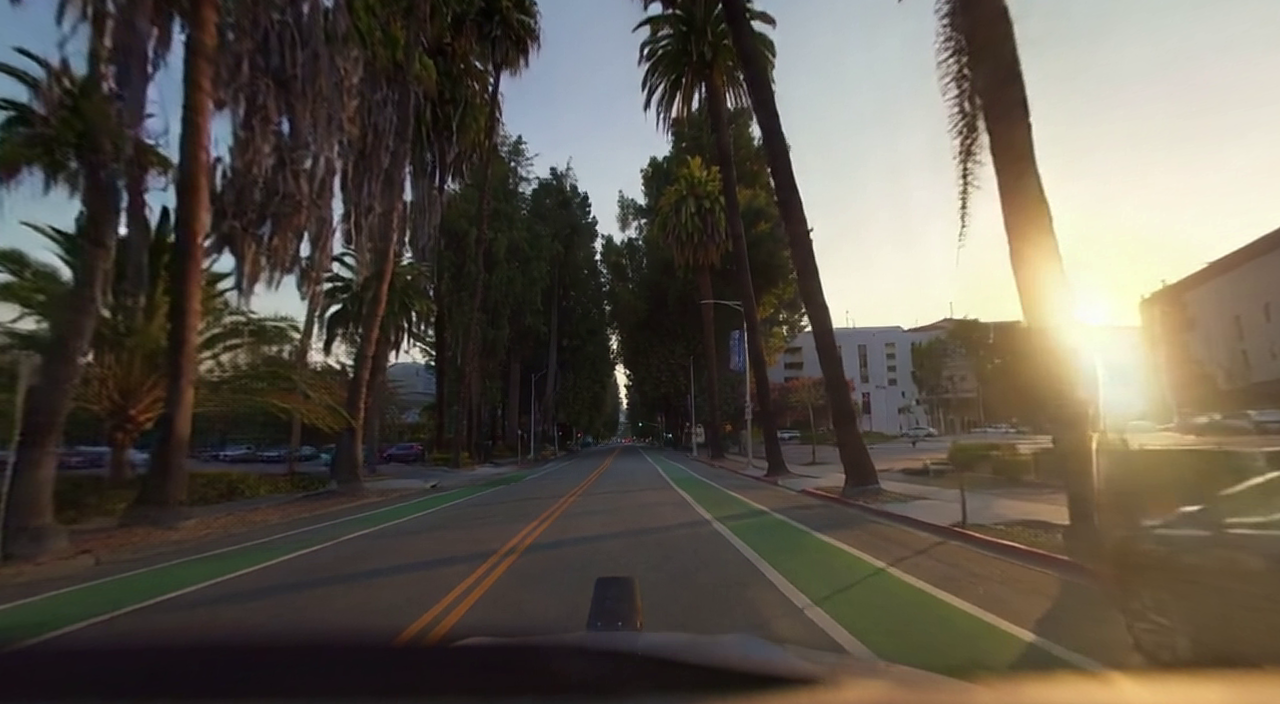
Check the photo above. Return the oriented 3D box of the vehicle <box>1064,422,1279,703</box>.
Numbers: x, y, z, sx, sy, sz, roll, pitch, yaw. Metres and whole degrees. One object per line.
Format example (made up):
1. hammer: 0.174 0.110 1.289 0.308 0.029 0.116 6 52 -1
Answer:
1. vehicle: 4.496 1.114 2.837 1.997 1.640 4.494 0 -9 -1
